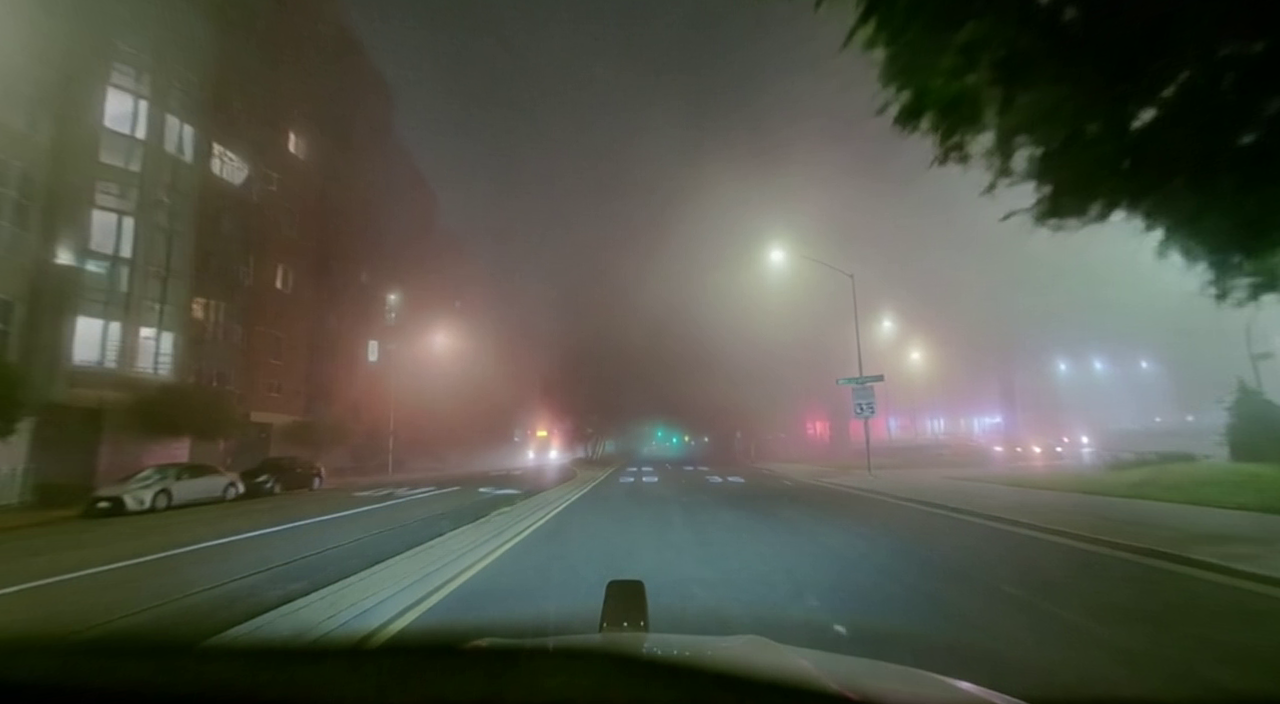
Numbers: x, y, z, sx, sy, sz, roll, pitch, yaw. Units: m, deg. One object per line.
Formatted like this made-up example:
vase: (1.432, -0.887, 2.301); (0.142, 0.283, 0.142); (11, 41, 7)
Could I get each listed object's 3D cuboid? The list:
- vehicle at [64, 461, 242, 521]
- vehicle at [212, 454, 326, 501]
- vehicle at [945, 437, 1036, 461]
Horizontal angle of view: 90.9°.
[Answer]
vehicle: (-14.093, 4.012, 18.642); (1.835, 1.434, 4.325); (0, -8, 0)
vehicle: (-14.013, 4.711, 24.114); (1.816, 1.567, 3.957); (0, -8, 3)
vehicle: (21.392, 5.942, 38.580); (4.404, 1.440, 1.900); (0, -8, 1)
